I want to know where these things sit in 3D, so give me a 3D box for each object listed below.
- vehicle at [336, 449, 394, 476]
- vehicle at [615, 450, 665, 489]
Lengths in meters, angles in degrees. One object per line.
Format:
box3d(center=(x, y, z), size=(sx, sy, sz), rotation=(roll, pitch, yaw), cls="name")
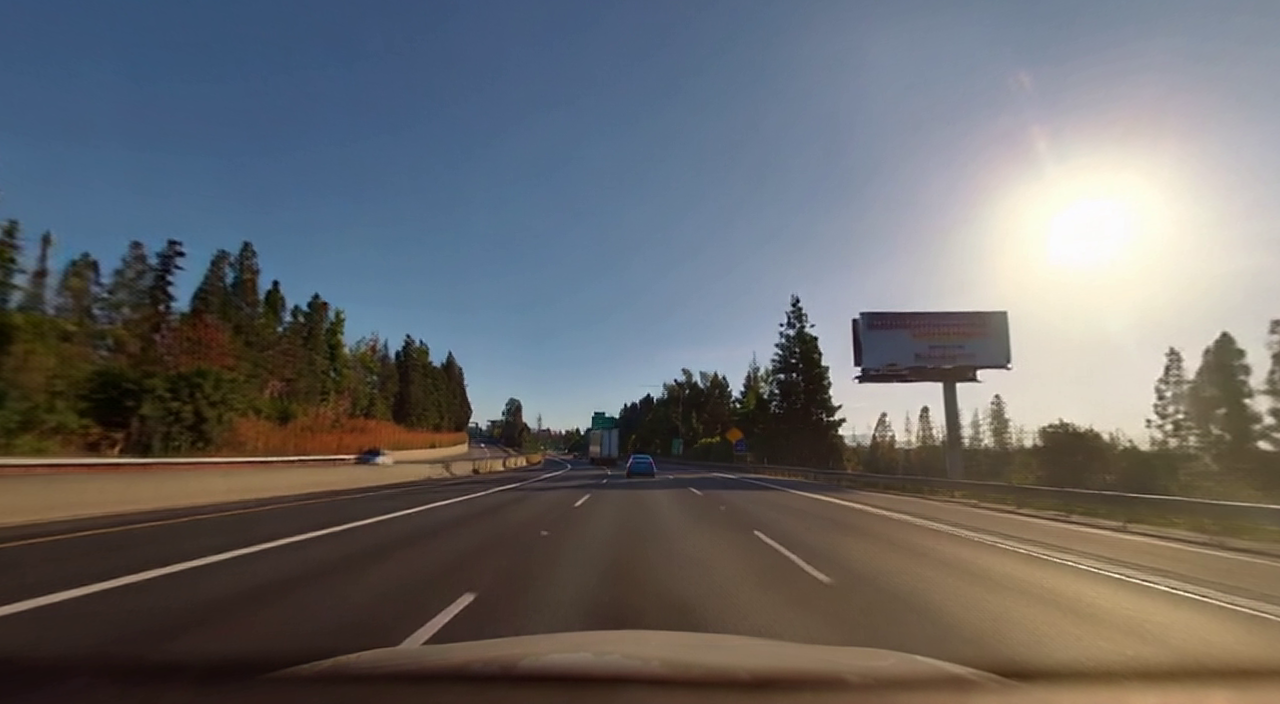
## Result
box3d(center=(-18.731, 7.496, 43.173), size=(2.028, 1.686, 4.725), rotation=(0, -8, -3), cls="vehicle")
box3d(center=(-0.037, 5.163, 28.073), size=(2.042, 1.528, 4.300), rotation=(0, -8, -1), cls="vehicle")
